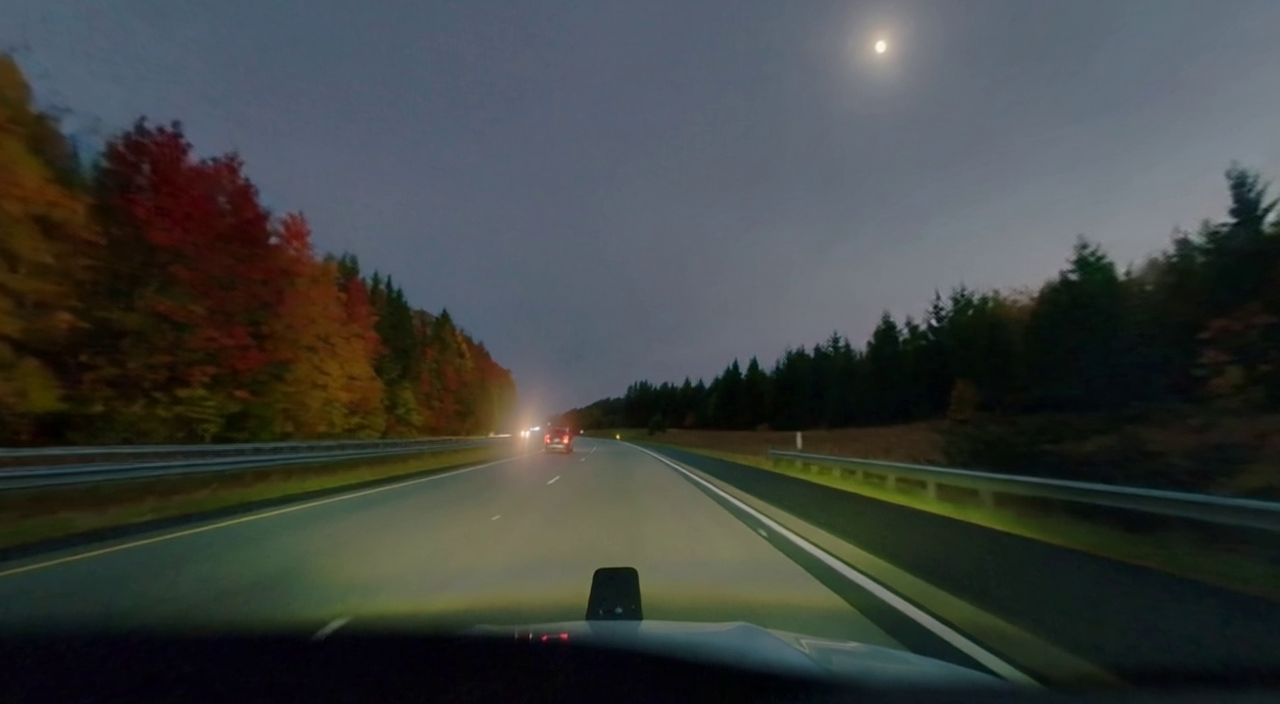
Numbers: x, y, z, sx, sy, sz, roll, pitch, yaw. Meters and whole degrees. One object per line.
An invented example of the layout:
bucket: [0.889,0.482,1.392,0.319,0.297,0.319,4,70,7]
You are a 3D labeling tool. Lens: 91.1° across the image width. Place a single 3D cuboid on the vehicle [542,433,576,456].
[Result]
vehicle: [-5.732,6.585,45.067,2.073,1.559,4.393,0,-8,-3]
